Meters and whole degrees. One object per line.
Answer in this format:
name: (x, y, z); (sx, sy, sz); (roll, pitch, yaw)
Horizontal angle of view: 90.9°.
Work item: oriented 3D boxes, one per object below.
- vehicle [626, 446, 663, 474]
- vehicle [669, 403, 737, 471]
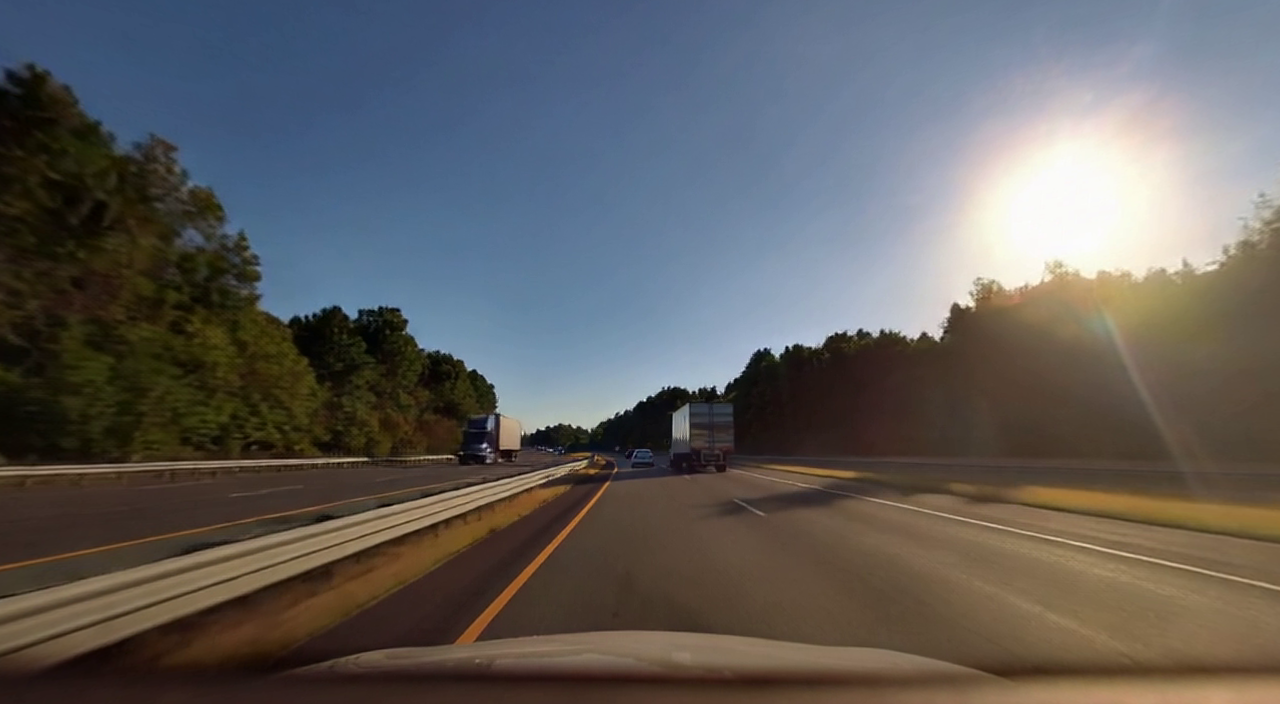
vehicle: (0.210, 6.373, 37.439); (2.051, 1.513, 4.511); (0, -9, -1)
vehicle: (4.090, 6.192, 44.923); (2.883, 4.057, 14.579); (0, -9, -2)
